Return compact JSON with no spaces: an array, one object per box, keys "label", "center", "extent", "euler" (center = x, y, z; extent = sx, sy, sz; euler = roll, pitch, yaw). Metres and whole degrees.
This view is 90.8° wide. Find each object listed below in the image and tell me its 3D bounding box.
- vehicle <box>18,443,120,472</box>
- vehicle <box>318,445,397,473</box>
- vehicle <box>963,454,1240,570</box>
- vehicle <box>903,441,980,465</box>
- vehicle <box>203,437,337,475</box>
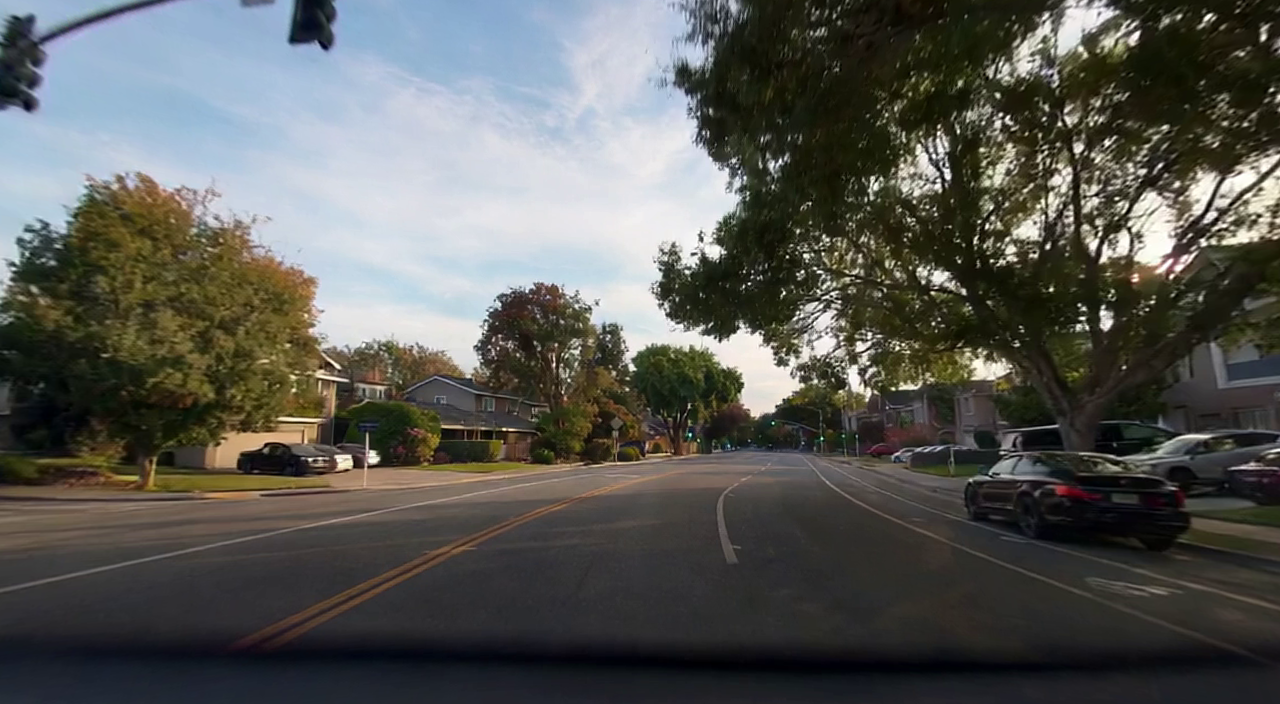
[{"label":"vehicle","center":[-31.354,5.781,34.806],"extent":[1.650,1.513,3.717],"euler":[-3,-9,16]},{"label":"vehicle","center":[-16.020,6.085,36.052],"extent":[1.786,1.500,4.021],"euler":[-3,-10,18]},{"label":"vehicle","center":[7.985,2.726,11.670],"extent":[1.999,1.518,4.609],"euler":[3,-9,5]},{"label":"vehicle","center":[23.512,7.913,49.428],"extent":[4.854,1.803,2.179],"euler":[-2,-9,9]},{"label":"vehicle","center":[-17.933,5.109,30.826],"extent":[2.076,1.703,5.095],"euler":[-9,-14,44]}]
